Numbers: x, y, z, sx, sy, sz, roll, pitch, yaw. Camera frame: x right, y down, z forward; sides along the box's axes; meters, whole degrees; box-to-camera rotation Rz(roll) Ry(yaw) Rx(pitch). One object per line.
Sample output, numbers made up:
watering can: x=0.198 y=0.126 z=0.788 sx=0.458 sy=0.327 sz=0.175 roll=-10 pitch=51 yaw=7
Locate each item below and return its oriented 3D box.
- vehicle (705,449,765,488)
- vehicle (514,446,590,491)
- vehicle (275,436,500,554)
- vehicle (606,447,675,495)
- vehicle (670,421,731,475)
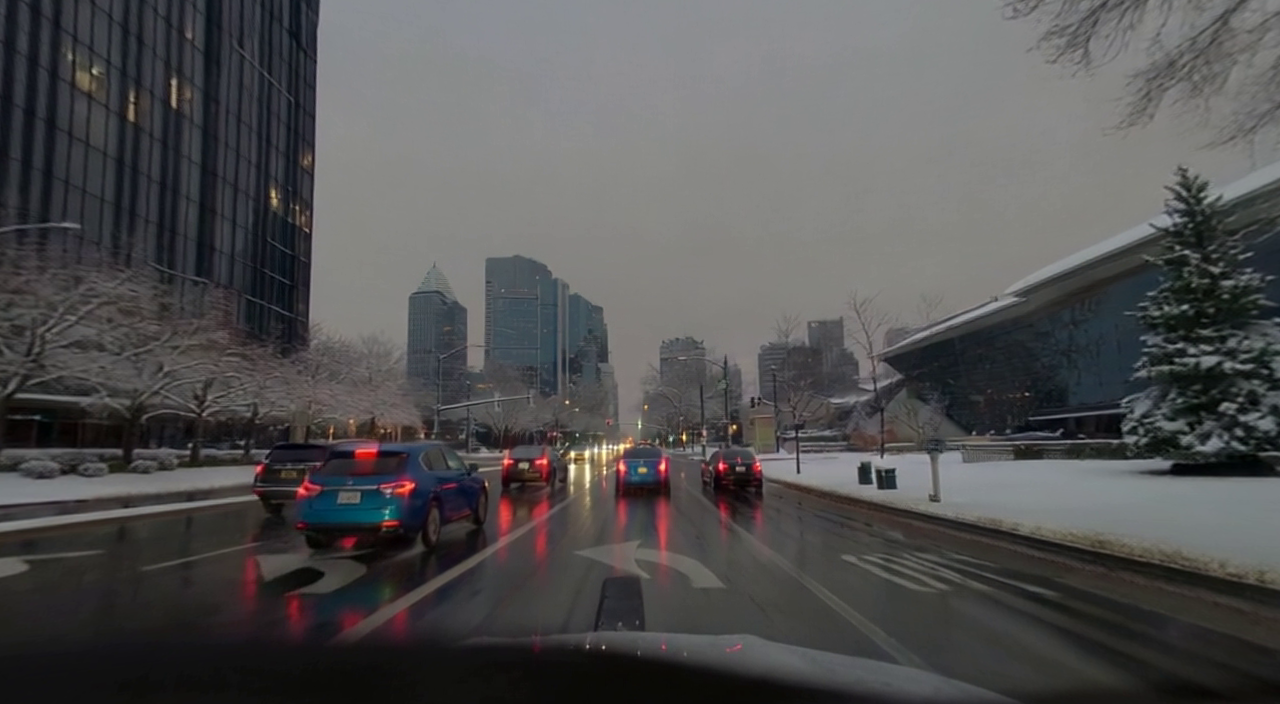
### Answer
vehicle: x=4.020 y=4.982 z=27.351 sx=1.940 sy=1.514 sz=4.187 roll=0 pitch=-9 yaw=0
vehicle: x=-3.193 y=4.339 z=23.807 sx=2.044 sy=1.508 sz=4.479 roll=0 pitch=-9 yaw=2
vehicle: x=-3.780 y=2.189 z=10.395 sx=1.933 sy=1.520 sz=4.195 roll=0 pitch=-9 yaw=0
vehicle: x=0.054 y=4.123 z=22.249 sx=2.174 sy=1.509 sz=4.374 roll=0 pitch=-9 yaw=1
vehicle: x=4.009 y=6.866 z=45.177 sx=3.074 sy=3.316 sz=12.953 roll=0 pitch=-9 yaw=0
